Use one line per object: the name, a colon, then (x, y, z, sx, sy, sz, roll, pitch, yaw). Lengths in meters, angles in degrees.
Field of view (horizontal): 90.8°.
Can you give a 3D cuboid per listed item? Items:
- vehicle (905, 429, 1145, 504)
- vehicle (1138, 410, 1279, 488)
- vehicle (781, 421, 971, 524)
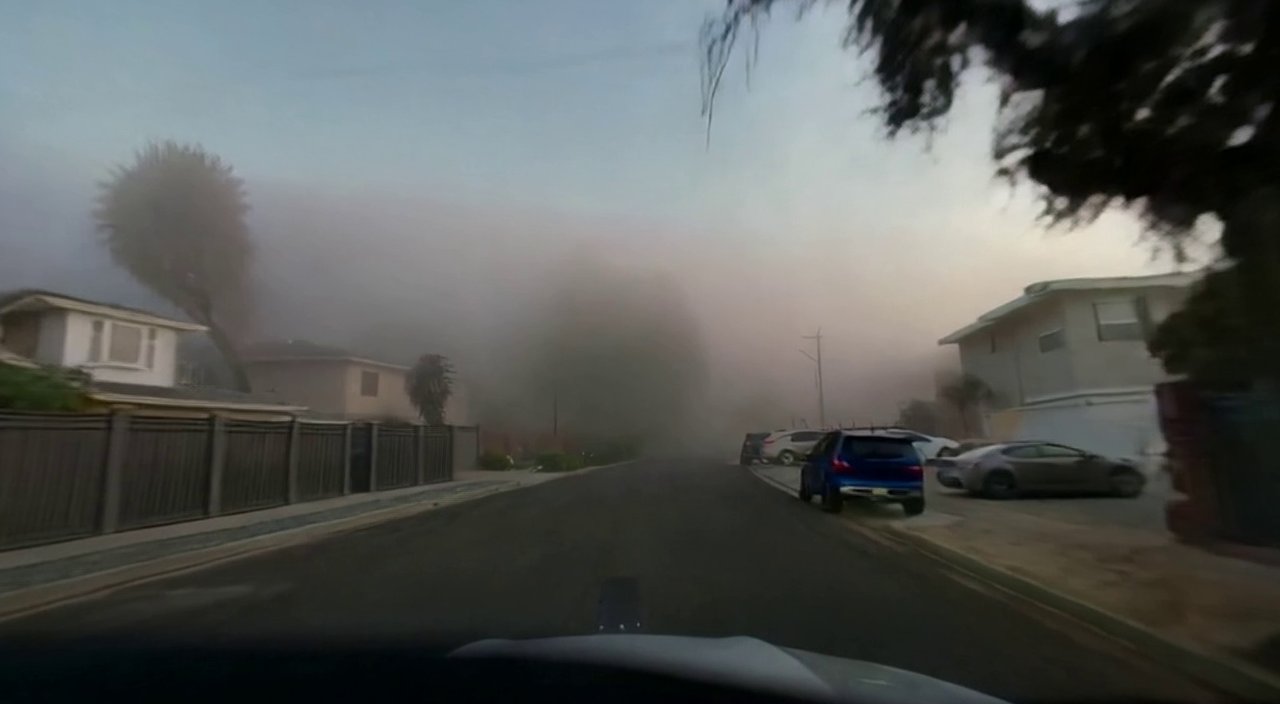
vehicle: (8.327, 2.499, 13.997, 4.057, 1.483, 1.828, -1, -8, 3)
vehicle: (13.267, 1.969, 12.966, 4.246, 1.488, 1.943, -2, -8, 14)
vehicle: (4.430, 2.324, 12.808, 2.051, 1.676, 4.497, -1, -8, -1)
